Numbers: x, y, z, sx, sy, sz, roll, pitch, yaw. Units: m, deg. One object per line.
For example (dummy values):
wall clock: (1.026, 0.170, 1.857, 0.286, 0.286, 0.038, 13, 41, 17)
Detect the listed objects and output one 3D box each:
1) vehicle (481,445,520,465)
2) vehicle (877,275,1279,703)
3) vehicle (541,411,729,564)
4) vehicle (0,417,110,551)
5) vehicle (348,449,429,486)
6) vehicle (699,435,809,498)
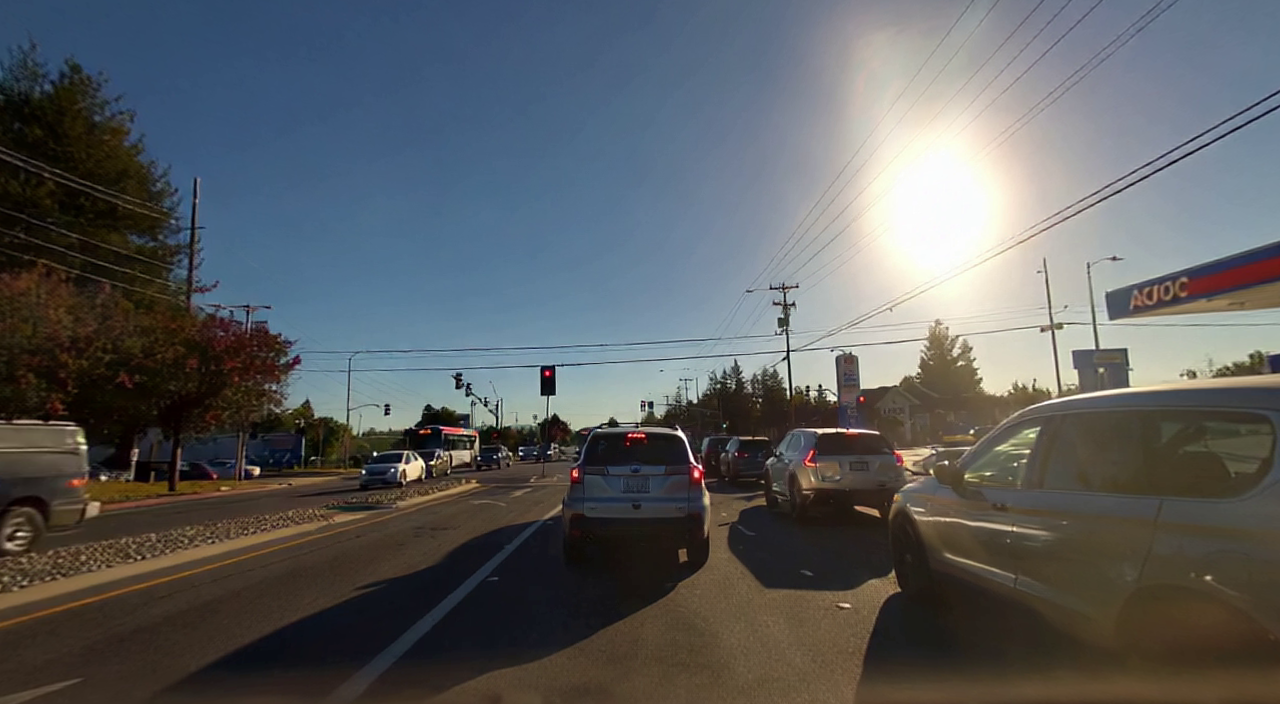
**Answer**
vehicle: (-10.756, 7.979, 49.041, 2.030, 1.498, 4.690, 0, -9, 0)
vehicle: (3.101, 0.833, 3.209, 2.049, 1.813, 4.245, 0, -9, -1)
vehicle: (-0.104, 1.805, 9.109, 2.087, 1.677, 4.053, 0, -9, -1)
vehicle: (-10.586, 1.778, 8.122, 2.333, 1.950, 5.941, 0, -9, 1)
vehicle: (-10.486, 4.818, 26.656, 1.812, 1.403, 3.918, 0, -9, 0)
vehicle: (2.892, 3.041, 17.170, 2.040, 1.481, 4.407, 0, -9, -2)
